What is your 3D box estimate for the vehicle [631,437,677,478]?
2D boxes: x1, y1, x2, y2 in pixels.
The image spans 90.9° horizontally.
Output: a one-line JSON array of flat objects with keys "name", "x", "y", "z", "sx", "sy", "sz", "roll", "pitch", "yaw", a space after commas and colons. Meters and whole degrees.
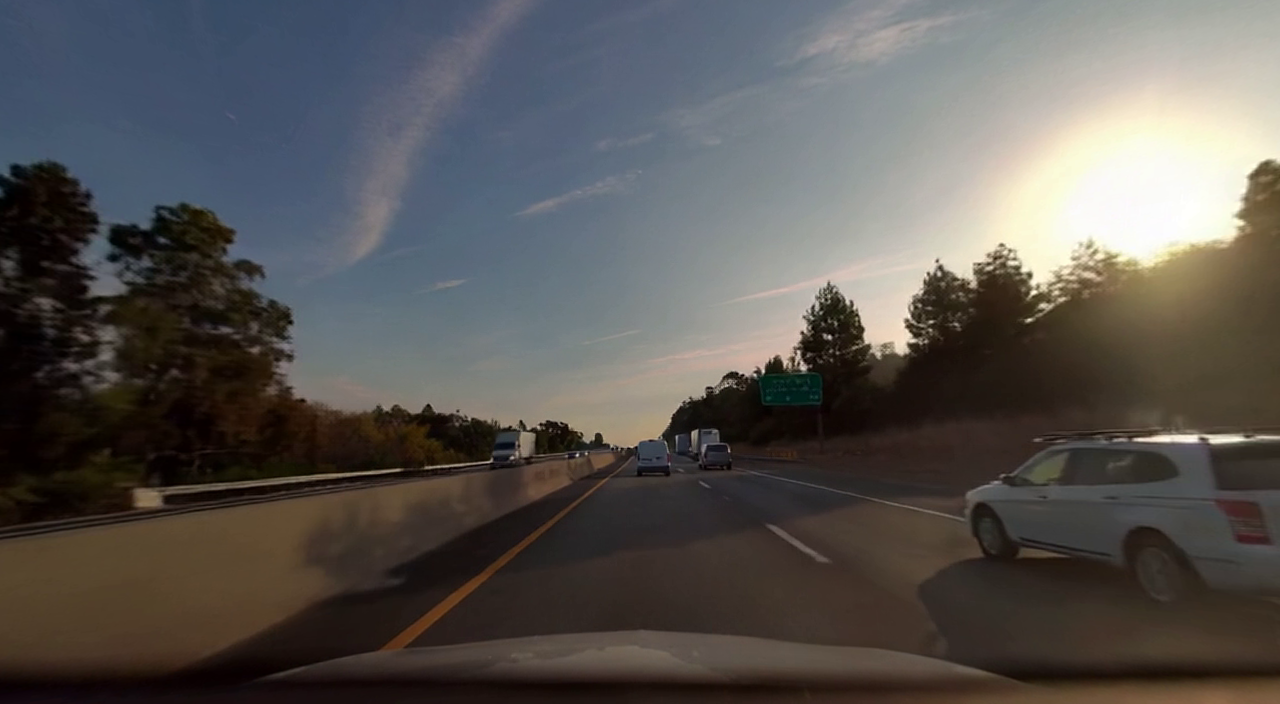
[{"name": "vehicle", "x": 0.658, "y": 5.340, "z": 32.022, "sx": 2.143, "sy": 1.925, "sz": 4.101, "roll": 0, "pitch": -9, "yaw": 0}]

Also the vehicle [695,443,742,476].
[{"name": "vehicle", "x": 4.225, "y": 5.826, "z": 34.484, "sx": 1.961, "sy": 1.689, "sz": 3.971, "roll": 0, "pitch": -9, "yaw": -1}]

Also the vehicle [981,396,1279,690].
[{"name": "vehicle", "x": 4.388, "y": 1.205, "z": 4.545, "sx": 1.868, "sy": 1.566, "sz": 3.509, "roll": 0, "pitch": -9, "yaw": 0}]
